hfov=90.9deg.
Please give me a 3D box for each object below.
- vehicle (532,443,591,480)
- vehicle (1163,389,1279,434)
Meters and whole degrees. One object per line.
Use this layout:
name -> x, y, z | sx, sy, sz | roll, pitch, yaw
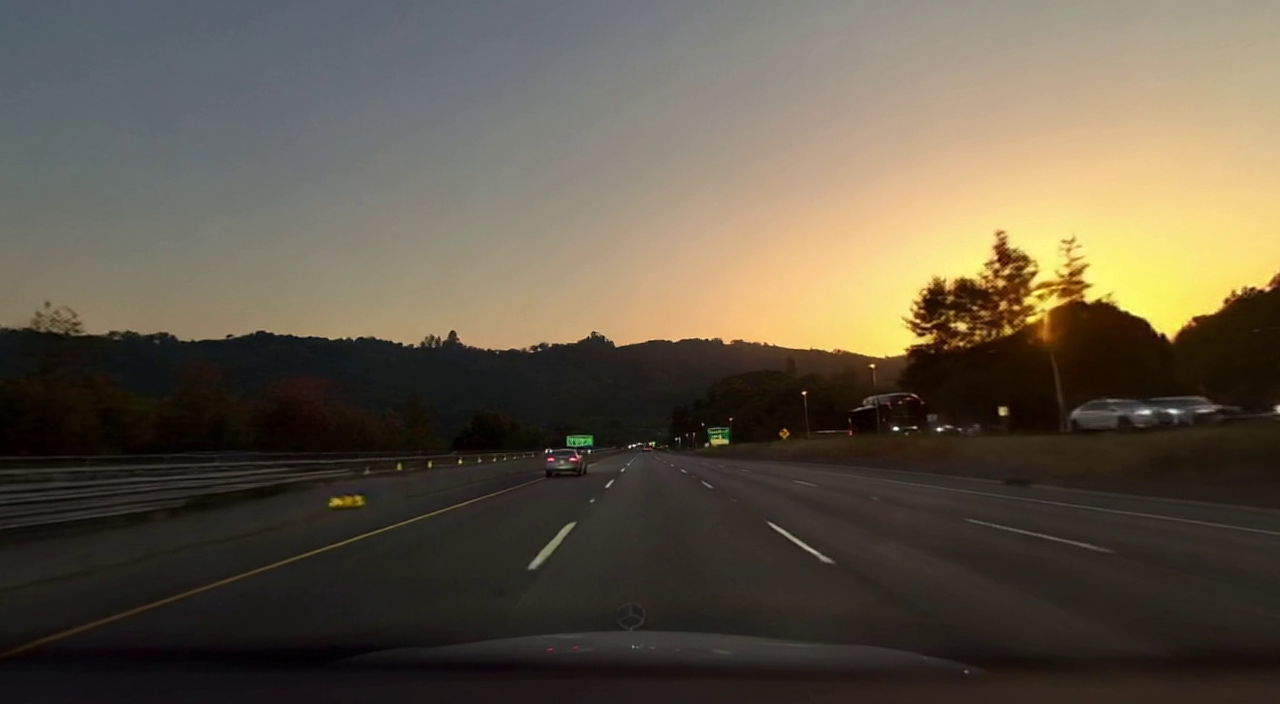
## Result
vehicle -> -3.506, 4.966, 28.883 | 2.021, 1.526, 4.385 | 0, -8, 2
vehicle -> 21.302, 2.146, 22.250 | 4.015, 1.437, 1.908 | -5, -10, 30
